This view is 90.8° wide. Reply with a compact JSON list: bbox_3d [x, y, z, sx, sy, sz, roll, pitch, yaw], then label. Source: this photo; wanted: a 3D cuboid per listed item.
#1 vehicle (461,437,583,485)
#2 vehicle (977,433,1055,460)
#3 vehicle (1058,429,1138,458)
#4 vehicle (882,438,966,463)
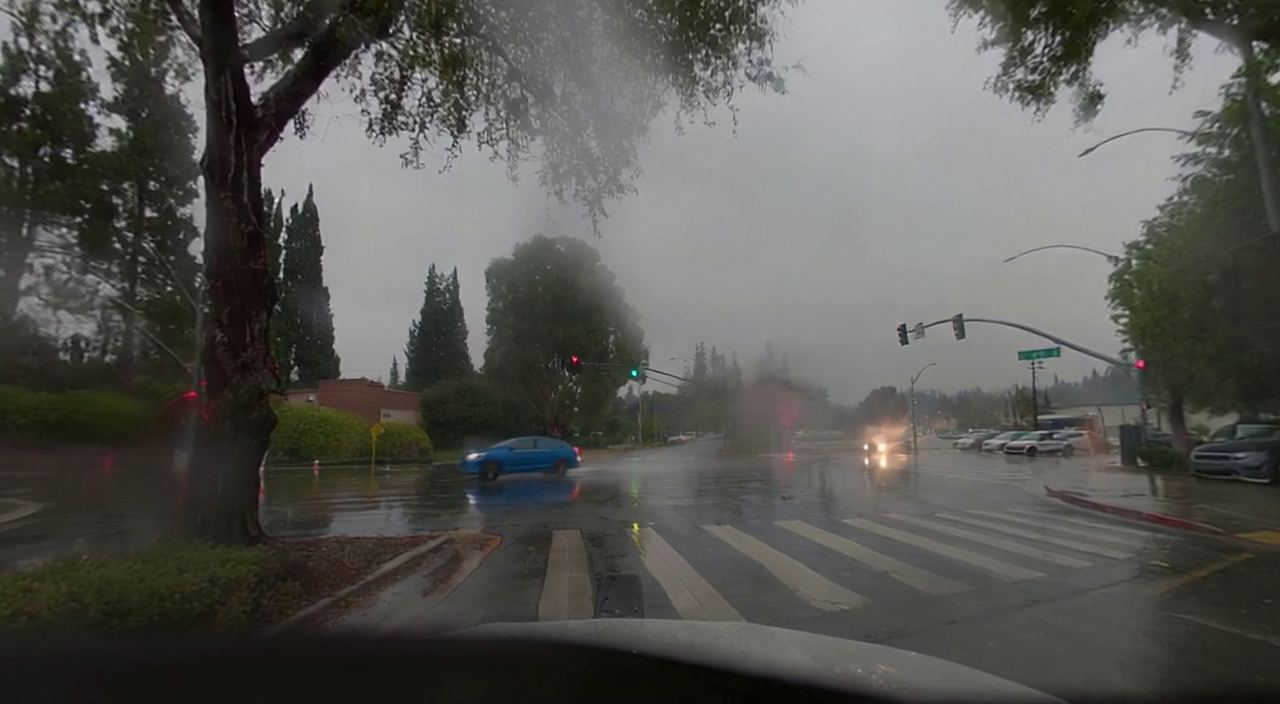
[{"bbox_3d":[-4.015,3.741,21.978,1.740,1.500,3.896,-8,-11,41],"label":"vehicle"},{"bbox_3d":[26.948,6.754,45.264,5.032,1.828,2.183,4,-9,-24],"label":"vehicle"},{"bbox_3d":[36.095,7.232,49.737,6.148,2.119,2.473,4,-10,-28],"label":"vehicle"},{"bbox_3d":[18.715,6.457,41.634,5.234,1.549,1.982,4,-9,-24],"label":"vehicle"}]
